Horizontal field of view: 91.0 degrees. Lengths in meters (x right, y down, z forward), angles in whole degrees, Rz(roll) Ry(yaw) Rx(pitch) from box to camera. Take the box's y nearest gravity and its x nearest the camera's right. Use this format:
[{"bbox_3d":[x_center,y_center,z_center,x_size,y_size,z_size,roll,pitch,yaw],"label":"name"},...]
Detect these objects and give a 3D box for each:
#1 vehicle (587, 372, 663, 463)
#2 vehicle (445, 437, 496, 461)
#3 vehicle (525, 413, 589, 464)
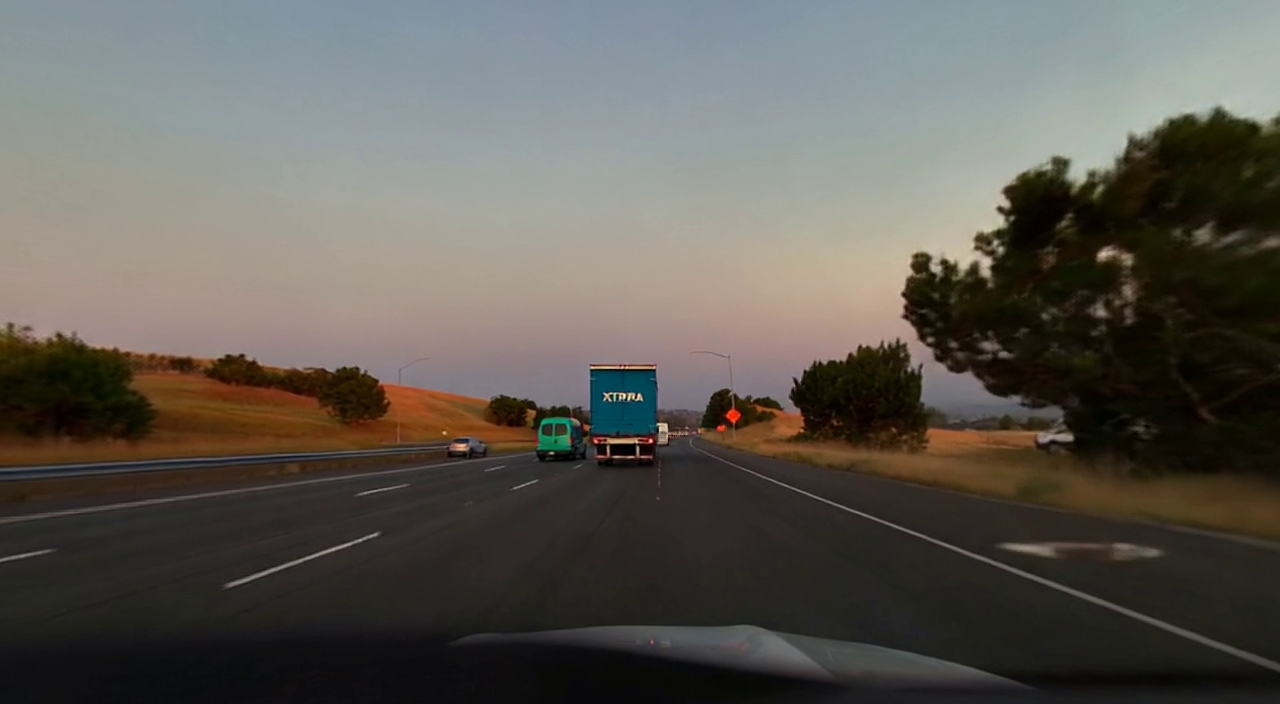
[{"bbox_3d":[-0.474,3.648,32.494,3.183,4.011,9.617,0,-9,3],"label":"vehicle"},{"bbox_3d":[-11.060,6.363,41.447,1.901,1.487,4.622,0,-8,3],"label":"vehicle"},{"bbox_3d":[-4.574,4.946,35.825,2.469,2.615,5.874,0,-8,3],"label":"vehicle"}]
